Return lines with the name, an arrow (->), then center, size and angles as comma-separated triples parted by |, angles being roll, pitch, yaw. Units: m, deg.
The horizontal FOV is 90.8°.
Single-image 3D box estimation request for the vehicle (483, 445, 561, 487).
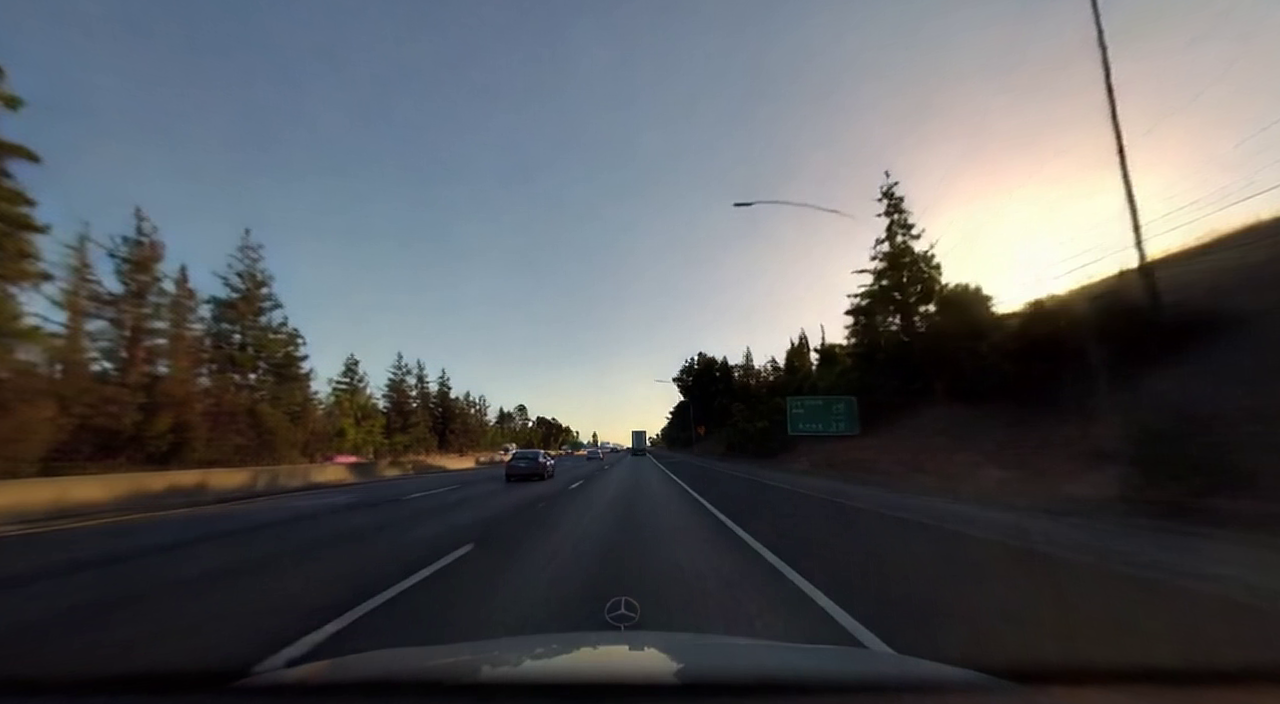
vehicle -> -4.421, 4.360, 24.348 | 2.106, 1.445, 4.404 | 0, -9, 0
